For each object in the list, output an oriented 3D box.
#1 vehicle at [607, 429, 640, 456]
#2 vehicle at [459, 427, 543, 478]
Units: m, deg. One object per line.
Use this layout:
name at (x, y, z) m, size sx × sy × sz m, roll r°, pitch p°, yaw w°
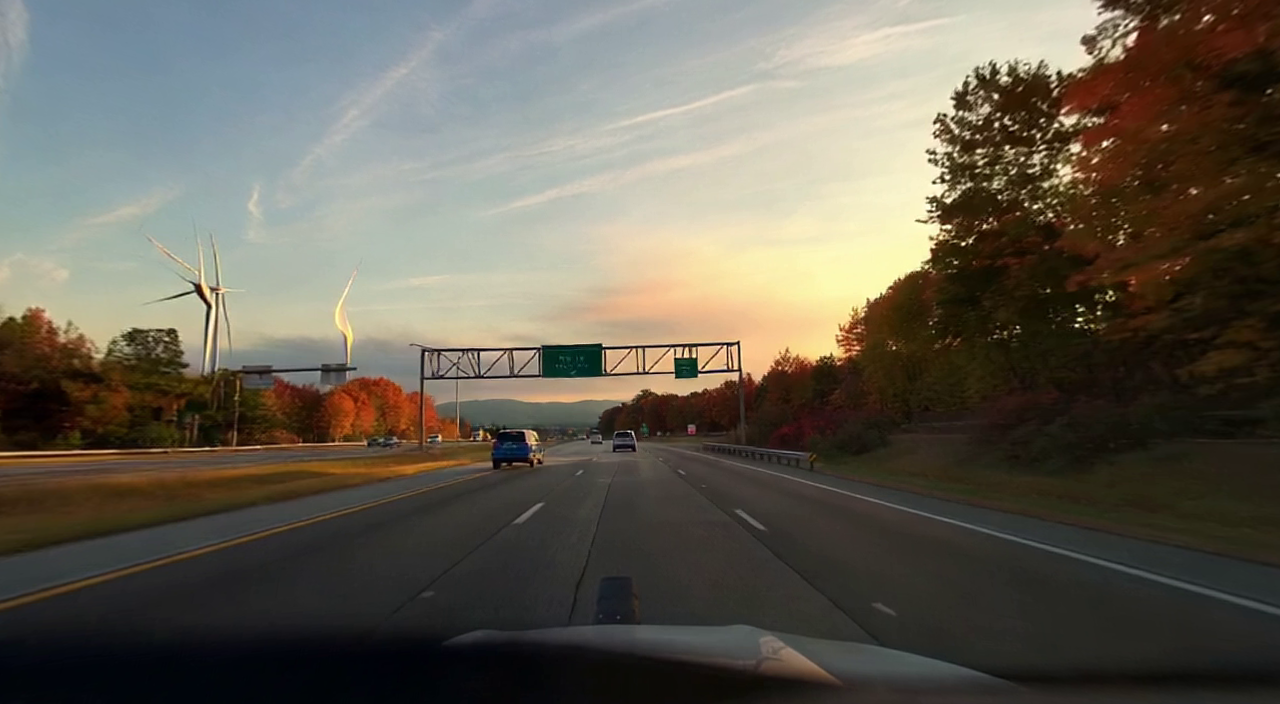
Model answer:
vehicle at (-1.170, 6.378, 44.525) m, size 2.213 × 1.774 × 4.563 m, roll 0°, pitch -8°, yaw -1°
vehicle at (-4.826, 3.519, 22.399) m, size 2.062 × 1.622 × 4.153 m, roll 0°, pitch -8°, yaw 0°
